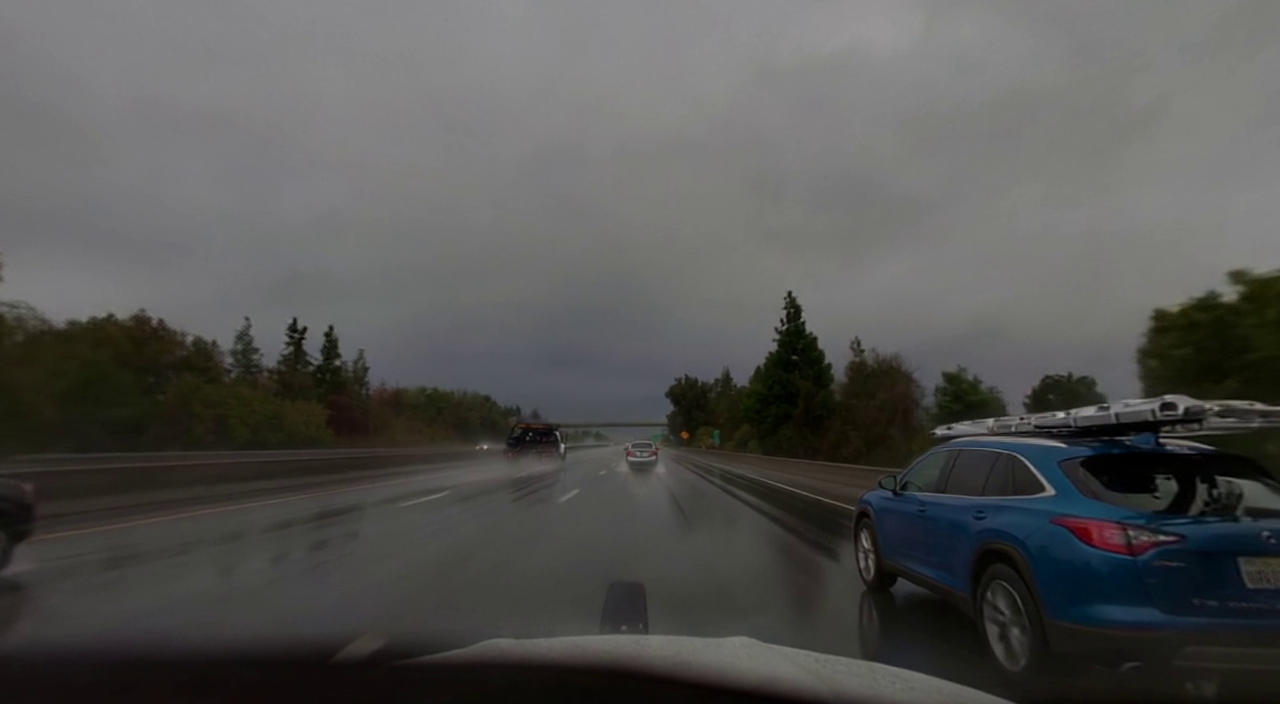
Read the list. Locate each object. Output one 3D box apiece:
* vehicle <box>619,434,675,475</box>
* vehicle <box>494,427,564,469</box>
[{"bbox_3d":[0.313,4.630,28.697,2.336,1.722,4.212,0,-8,1],"label":"vehicle"},{"bbox_3d":[-6.500,5.779,38.102,2.827,2.236,7.057,0,-8,1],"label":"vehicle"}]
